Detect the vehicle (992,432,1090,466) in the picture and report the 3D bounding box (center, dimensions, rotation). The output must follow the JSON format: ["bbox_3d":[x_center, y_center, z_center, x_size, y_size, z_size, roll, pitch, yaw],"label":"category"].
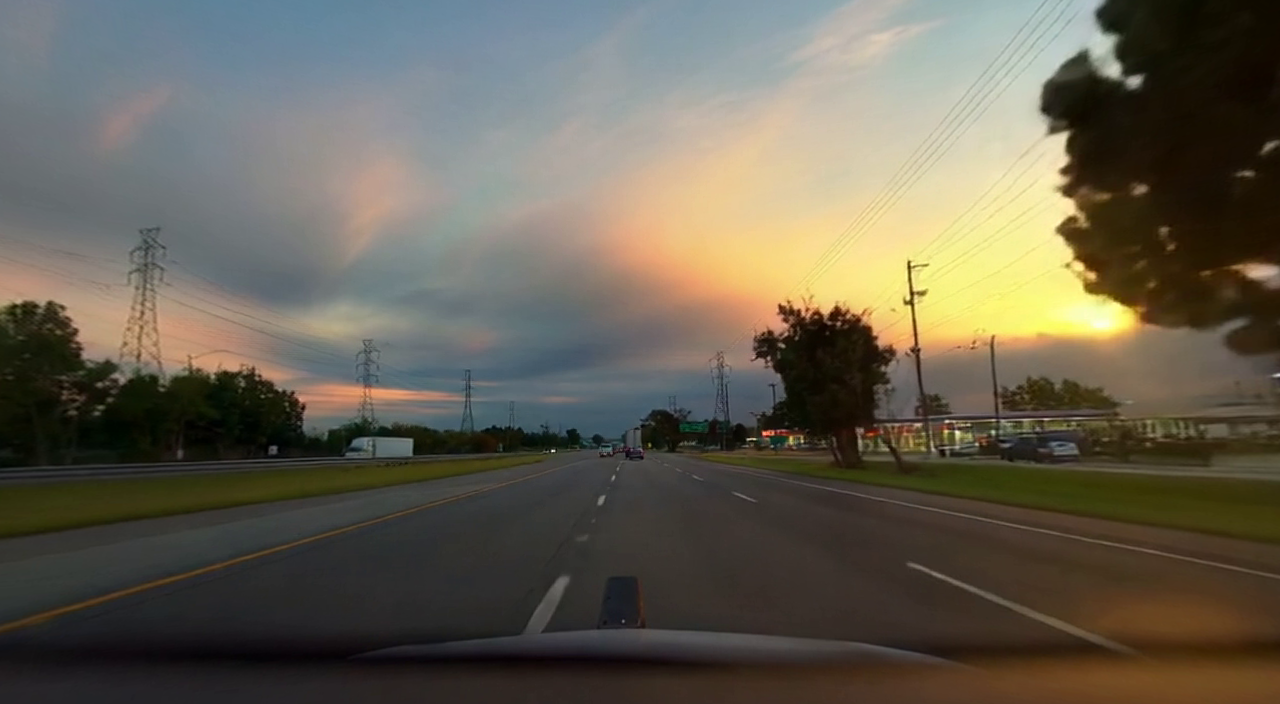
[{"bbox_3d":[20.517,4.997,32.501,2.029,1.578,4.313,0,-9,-3],"label":"vehicle"}]
